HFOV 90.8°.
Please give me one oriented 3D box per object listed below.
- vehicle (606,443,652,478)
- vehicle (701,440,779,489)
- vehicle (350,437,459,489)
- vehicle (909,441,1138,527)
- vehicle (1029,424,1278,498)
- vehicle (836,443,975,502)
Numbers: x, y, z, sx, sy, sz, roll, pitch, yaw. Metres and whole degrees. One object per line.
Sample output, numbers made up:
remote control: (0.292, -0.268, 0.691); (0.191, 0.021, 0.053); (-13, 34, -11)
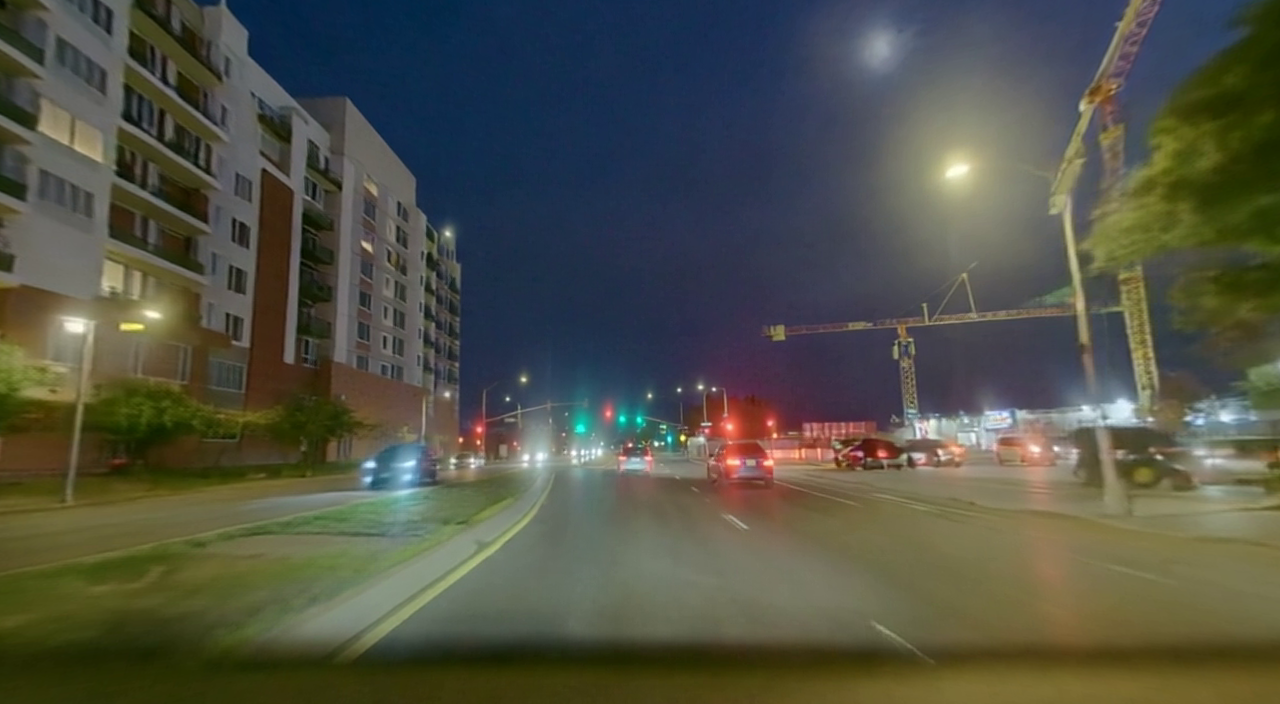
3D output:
vehicle: (-0.481, 4.952, 29.146); (2.006, 1.487, 3.535); (0, -9, 0)
vehicle: (3.275, 3.781, 21.527); (1.910, 1.474, 4.003); (0, -9, -1)
vehicle: (-8.062, 3.843, 22.172); (2.072, 1.623, 4.564); (0, -9, 0)
vehicle: (7.570, 2.622, 13.180); (1.883, 1.452, 4.598); (0, -9, 0)
vehicle: (13.067, 2.801, 16.353); (4.622, 1.761, 1.986); (0, -9, 1)
vehicle: (7.407, 3.385, 18.212); (1.893, 1.455, 4.571); (0, -9, -2)
